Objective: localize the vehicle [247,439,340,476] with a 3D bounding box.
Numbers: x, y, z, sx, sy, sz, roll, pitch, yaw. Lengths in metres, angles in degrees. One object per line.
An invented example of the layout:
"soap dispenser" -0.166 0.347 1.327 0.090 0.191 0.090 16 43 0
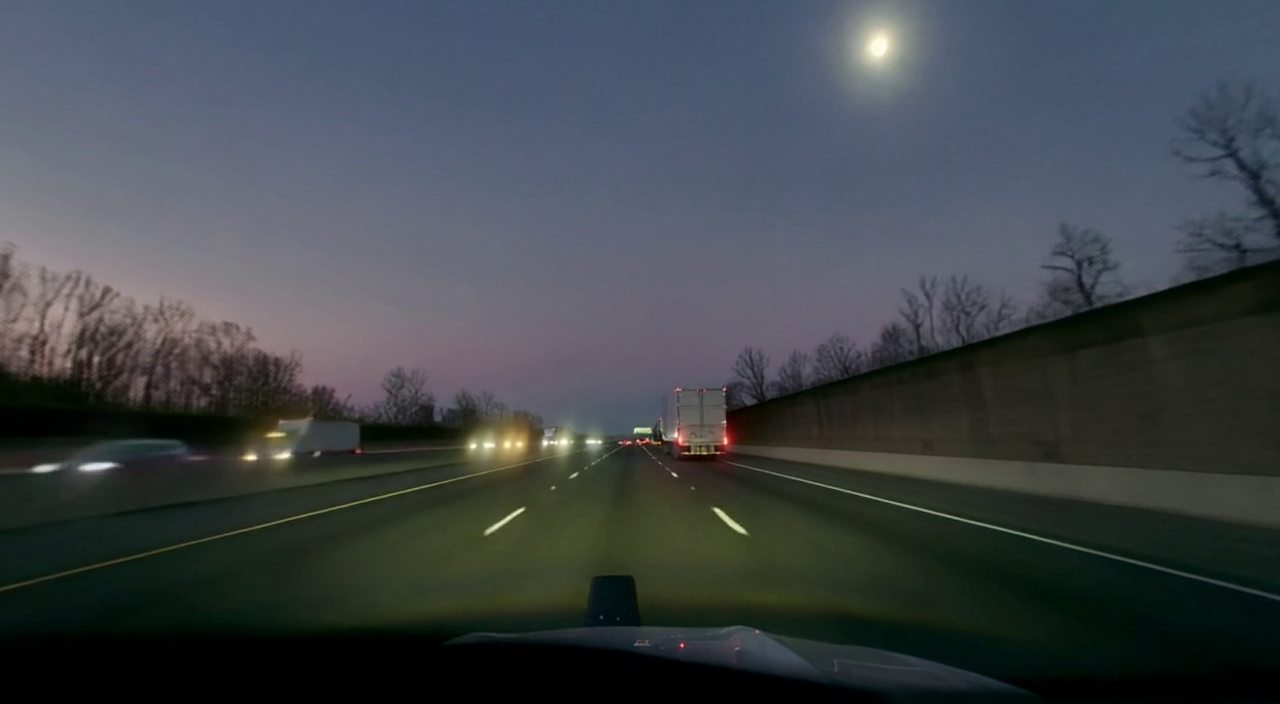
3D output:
"vehicle" -16.249 4.945 29.771 1.972 1.595 4.326 0 -8 0

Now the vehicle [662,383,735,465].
"vehicle" 3.277 4.678 39.845 2.979 4.161 15.508 1 -7 -1

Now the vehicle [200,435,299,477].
"vehicle" -19.707 5.226 32.017 2.019 1.935 4.778 0 -8 -1

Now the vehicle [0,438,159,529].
"vehicle" -11.750 2.420 12.037 1.864 1.515 4.052 0 -8 -1
